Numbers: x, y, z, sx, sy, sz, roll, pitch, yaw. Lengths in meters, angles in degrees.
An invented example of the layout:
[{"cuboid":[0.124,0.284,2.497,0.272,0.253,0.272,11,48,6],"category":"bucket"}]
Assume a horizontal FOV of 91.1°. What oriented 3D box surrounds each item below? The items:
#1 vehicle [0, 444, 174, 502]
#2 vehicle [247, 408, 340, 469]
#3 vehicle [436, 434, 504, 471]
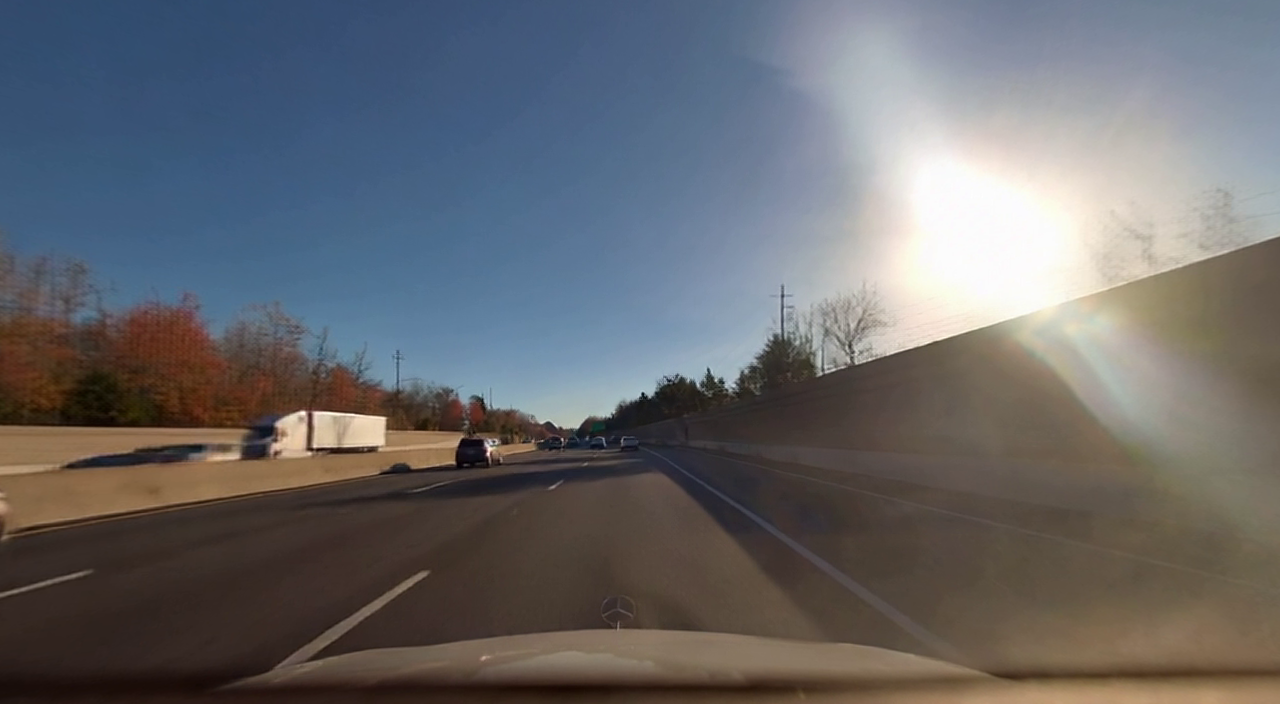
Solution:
[{"cuboid":[-16.520,3.555,18.975,1.812,1.519,3.999,0,-8,0],"category":"vehicle"},{"cuboid":[-24.144,6.051,44.264,2.958,3.907,6.382,1,-7,-2],"category":"vehicle"},{"cuboid":[-7.664,4.549,28.722,1.972,1.532,4.222,0,-8,-1],"category":"vehicle"}]
